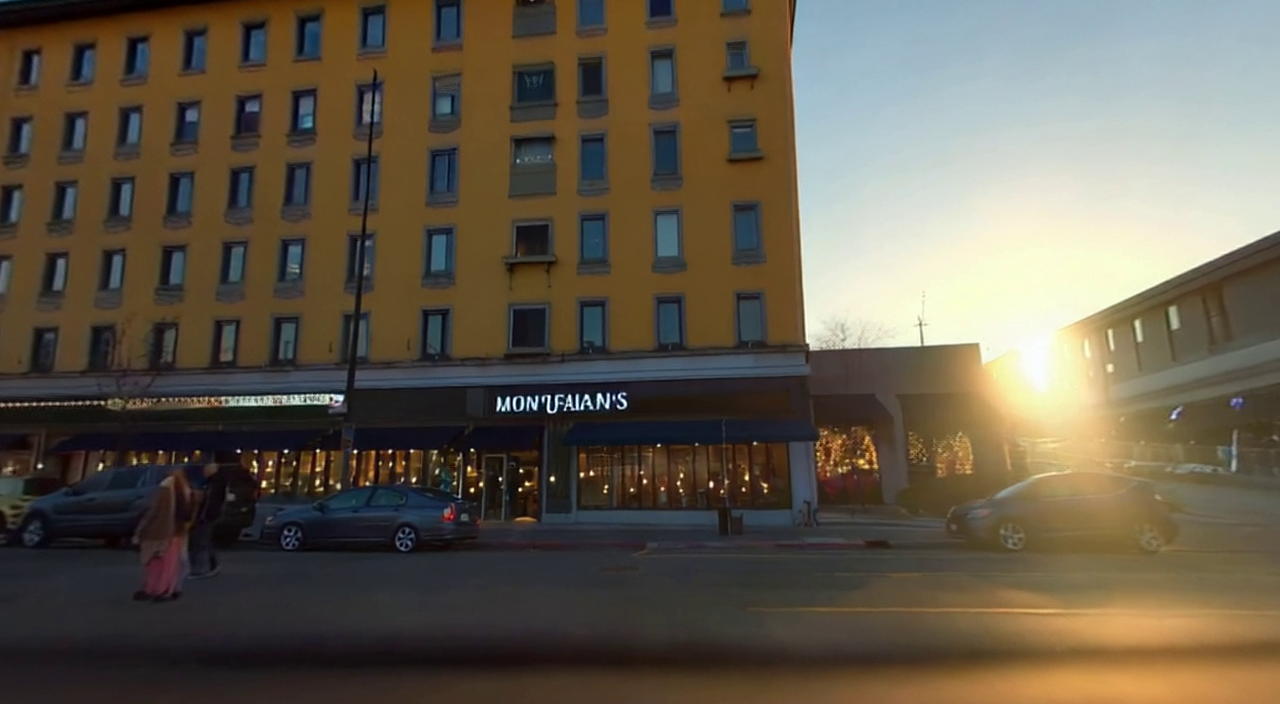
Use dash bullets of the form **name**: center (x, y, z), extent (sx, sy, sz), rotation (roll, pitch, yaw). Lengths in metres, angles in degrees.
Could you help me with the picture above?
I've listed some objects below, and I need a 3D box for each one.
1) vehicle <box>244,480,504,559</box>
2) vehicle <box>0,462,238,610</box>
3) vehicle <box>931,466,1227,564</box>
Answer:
- **vehicle**: center (-5.596, 3.541, 13.633), extent (4.830, 1.421, 1.826), rotation (-1, -8, 7)
- **vehicle**: center (-7.797, 2.161, 7.993), extent (4.330, 1.458, 1.932), rotation (-2, -8, 11)
- **vehicle**: center (8.528, 3.192, 12.669), extent (4.410, 1.687, 1.834), rotation (-1, -8, 5)
